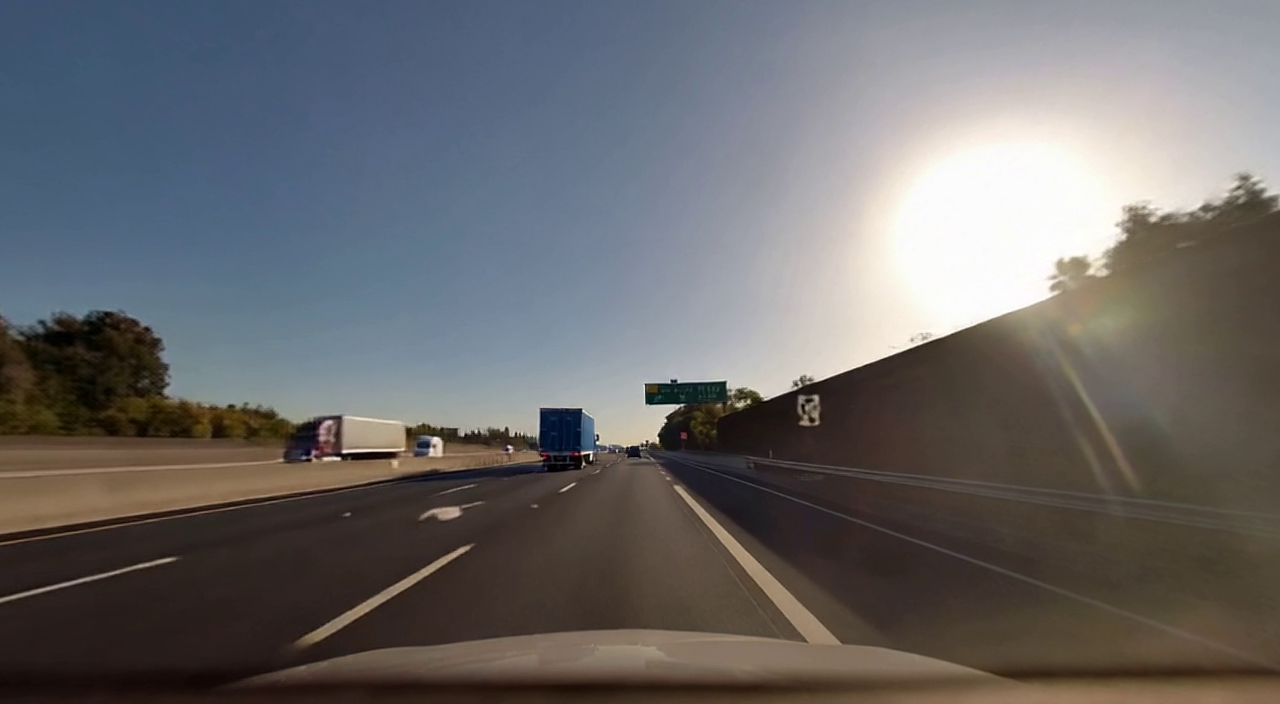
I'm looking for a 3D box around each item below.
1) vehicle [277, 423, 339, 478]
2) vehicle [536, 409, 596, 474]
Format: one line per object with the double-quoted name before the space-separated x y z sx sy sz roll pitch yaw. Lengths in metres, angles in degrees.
"vehicle" -24.481 7.262 46.673 2.906 3.916 2.637 0 -9 -1
"vehicle" -4.258 5.398 37.660 2.707 3.461 7.191 0 -9 0
